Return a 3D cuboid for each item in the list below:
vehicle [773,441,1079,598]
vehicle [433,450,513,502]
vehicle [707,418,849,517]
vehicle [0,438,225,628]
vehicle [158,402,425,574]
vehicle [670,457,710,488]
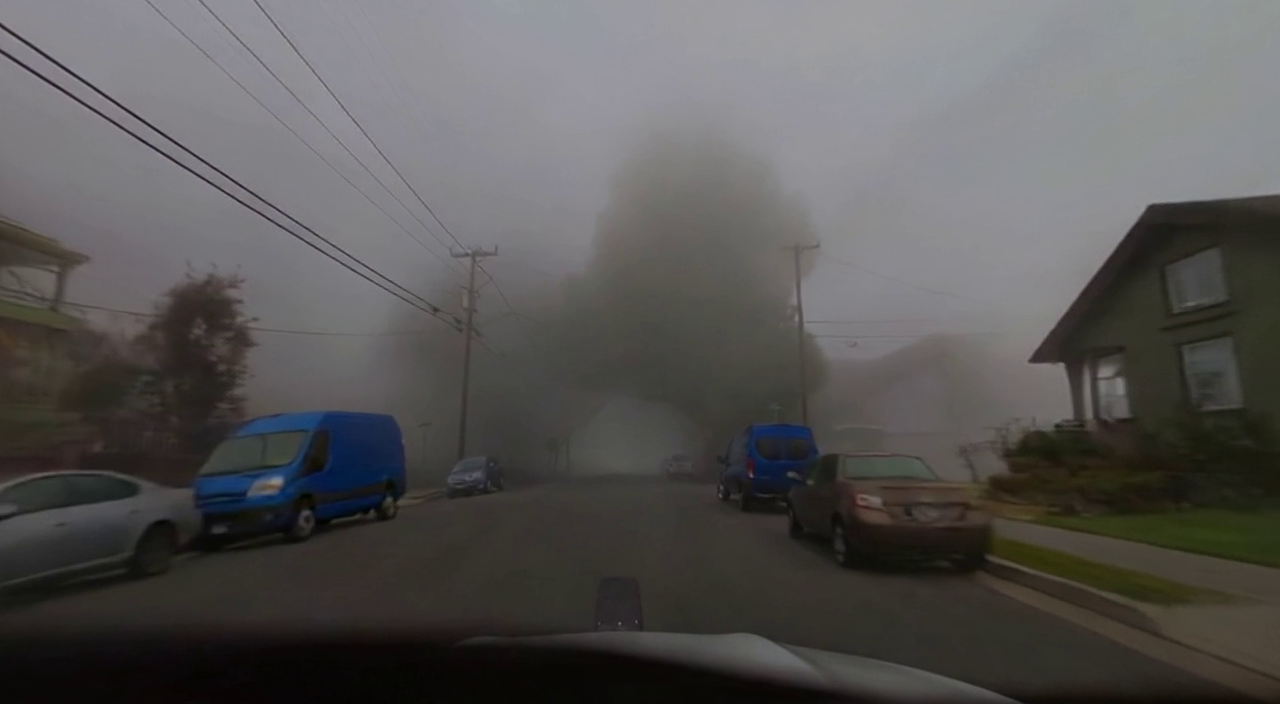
[{"bbox_3d":[3.157,1.900,8.151,1.796,1.449,4.373,0,-8,-2],"label":"vehicle"},{"bbox_3d":[-6.822,5.067,26.274,2.057,1.632,4.730,0,-5,0],"label":"vehicle"},{"bbox_3d":[3.008,2.672,15.042,2.145,1.935,5.054,0,-9,-1],"label":"vehicle"},{"bbox_3d":[-6.835,1.839,6.508,2.027,1.563,4.594,-3,-5,0],"label":"vehicle"},{"bbox_3d":[-6.877,2.512,13.542,2.508,2.712,5.809,-2,-4,0],"label":"vehicle"},{"bbox_3d":[2.932,7.195,37.960,2.010,1.661,4.615,0,-9,-1],"label":"vehicle"}]
